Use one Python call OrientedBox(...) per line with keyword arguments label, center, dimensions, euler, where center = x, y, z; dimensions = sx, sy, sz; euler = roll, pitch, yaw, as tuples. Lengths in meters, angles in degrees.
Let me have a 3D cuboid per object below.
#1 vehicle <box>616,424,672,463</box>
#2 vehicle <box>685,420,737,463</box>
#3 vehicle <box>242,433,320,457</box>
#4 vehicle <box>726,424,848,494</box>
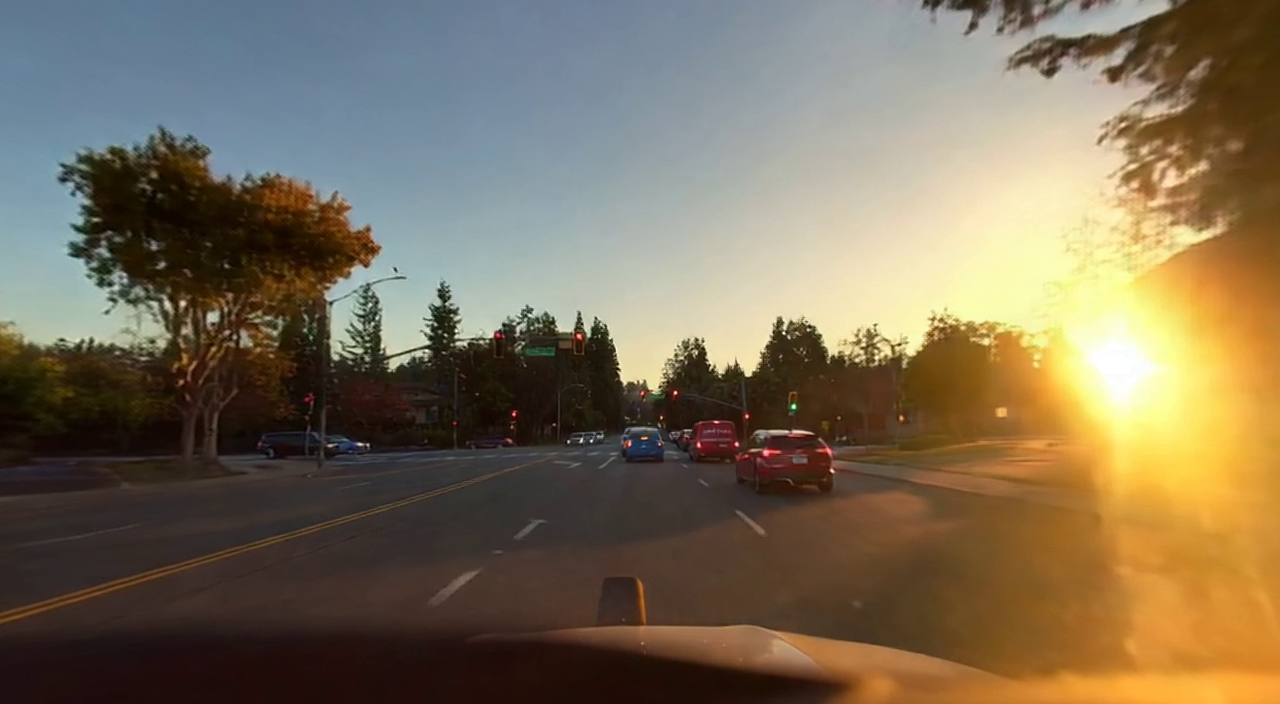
OrientedBox(label="vehicle", center=(0.224, 4.170, 28.526), dimensions=(2.321, 1.624, 4.367), euler=(0, -8, 1))
OrientedBox(label="vehicle", center=(3.337, 4.327, 30.394), dimensions=(2.059, 1.924, 4.257), euler=(0, -8, 0))
OrientedBox(label="vehicle", center=(-27.884, 7.255, 48.907), dimensions=(4.757, 1.841, 2.121), euler=(1, -8, -7))
OrientedBox(label="vehicle", center=(3.482, 2.652, 15.878), dimensions=(1.934, 1.506, 4.544), euler=(0, -8, -1))
